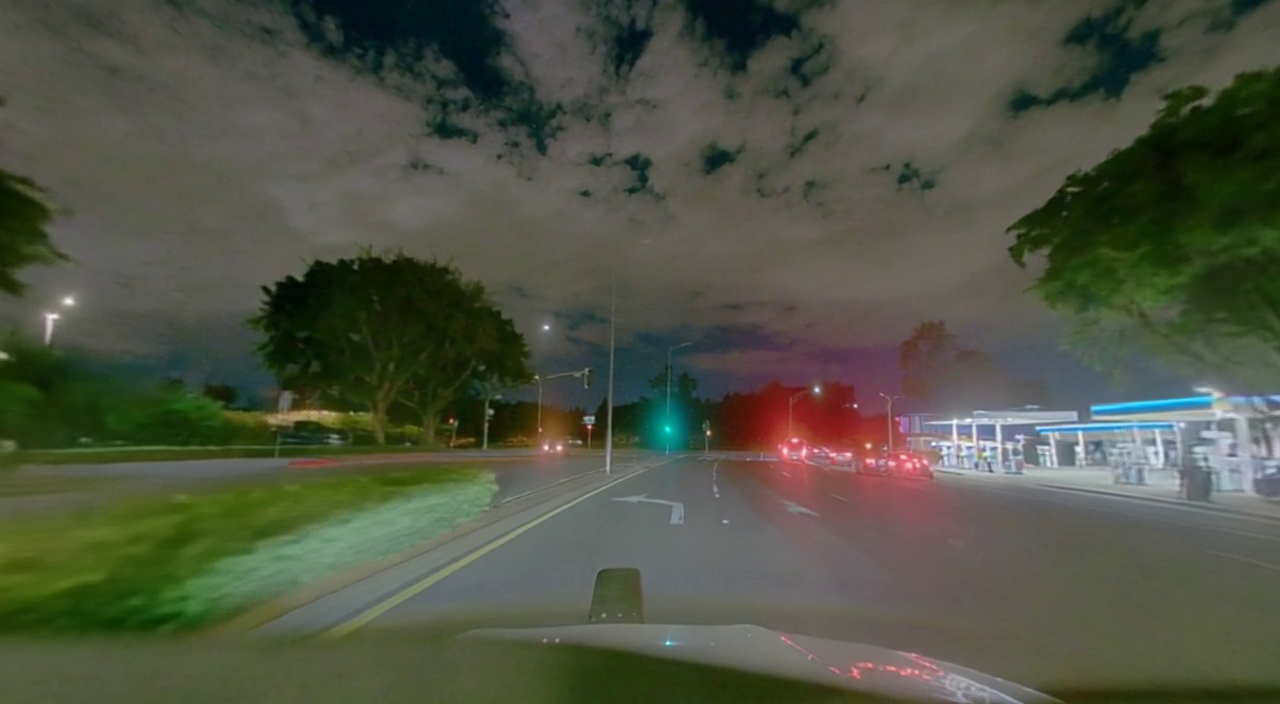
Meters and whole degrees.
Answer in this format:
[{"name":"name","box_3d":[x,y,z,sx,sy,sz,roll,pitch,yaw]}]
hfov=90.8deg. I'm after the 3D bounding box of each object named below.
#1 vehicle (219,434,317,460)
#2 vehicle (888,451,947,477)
[{"name":"vehicle","box_3d":[-20.711,5.296,35.270,4.343,1.379,1.851,-1,-9,6]},{"name":"vehicle","box_3d":[17.225,6.963,39.424,2.099,1.464,4.615,-1,-9,8]}]
